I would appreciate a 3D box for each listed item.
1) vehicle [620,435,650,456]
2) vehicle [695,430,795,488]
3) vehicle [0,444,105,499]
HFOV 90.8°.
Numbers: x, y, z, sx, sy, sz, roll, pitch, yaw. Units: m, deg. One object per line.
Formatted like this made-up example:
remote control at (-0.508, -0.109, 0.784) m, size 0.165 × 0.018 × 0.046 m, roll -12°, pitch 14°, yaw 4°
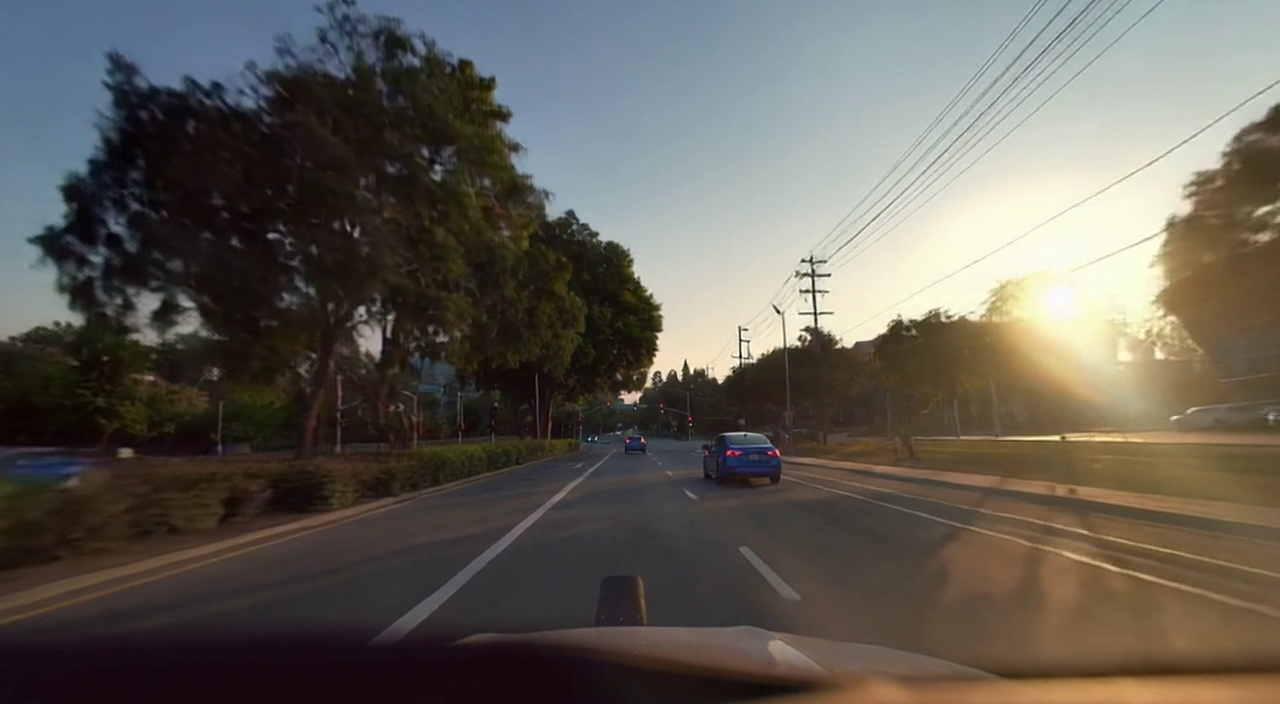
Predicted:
vehicle at (-0.374, 6.819, 45.958) m, size 2.110 × 1.466 × 3.860 m, roll 0°, pitch -8°, yaw -1°
vehicle at (2.830, 3.001, 18.095) m, size 2.004 × 1.448 × 4.263 m, roll 0°, pitch -8°, yaw -2°
vehicle at (-22.049, 4.208, 22.560) m, size 1.946 × 1.787 × 4.469 m, roll 0°, pitch -8°, yaw -1°
